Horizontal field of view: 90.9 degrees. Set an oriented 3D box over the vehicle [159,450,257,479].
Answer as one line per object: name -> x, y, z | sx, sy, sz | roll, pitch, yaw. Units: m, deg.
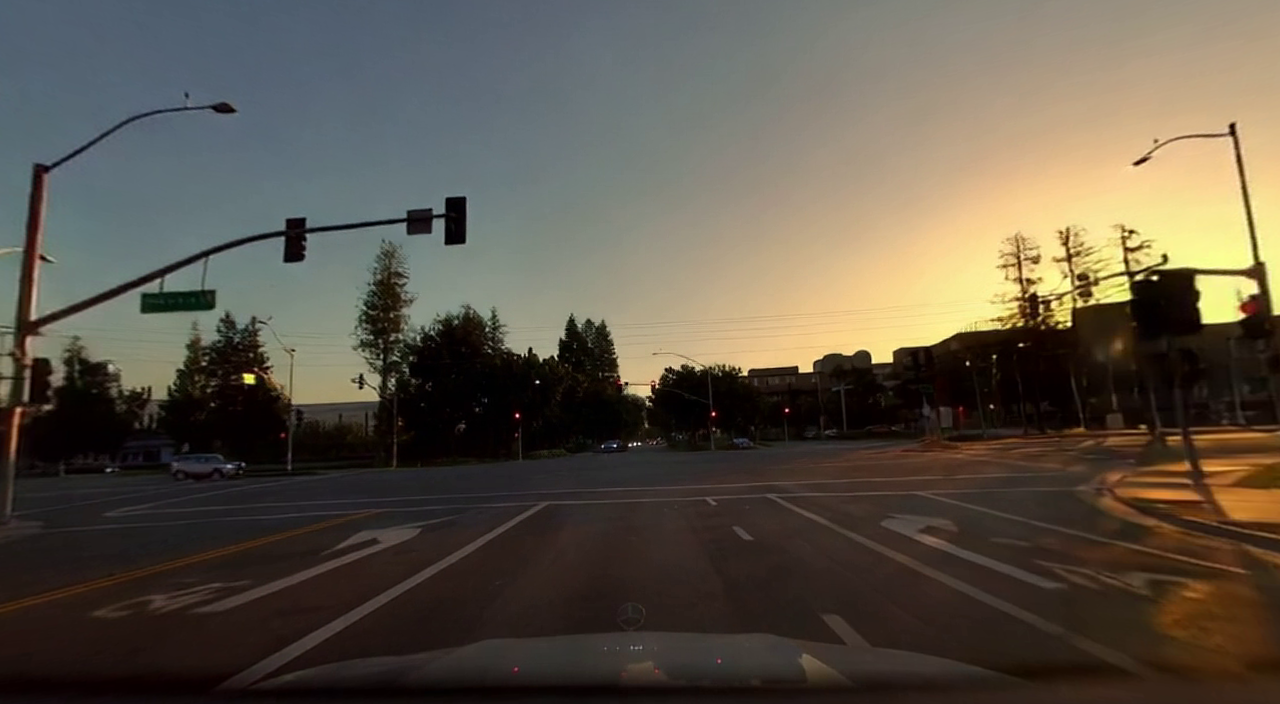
vehicle -> -25.110, 6.521, 36.745 | 4.332, 1.573, 1.900 | 0, -8, 3
